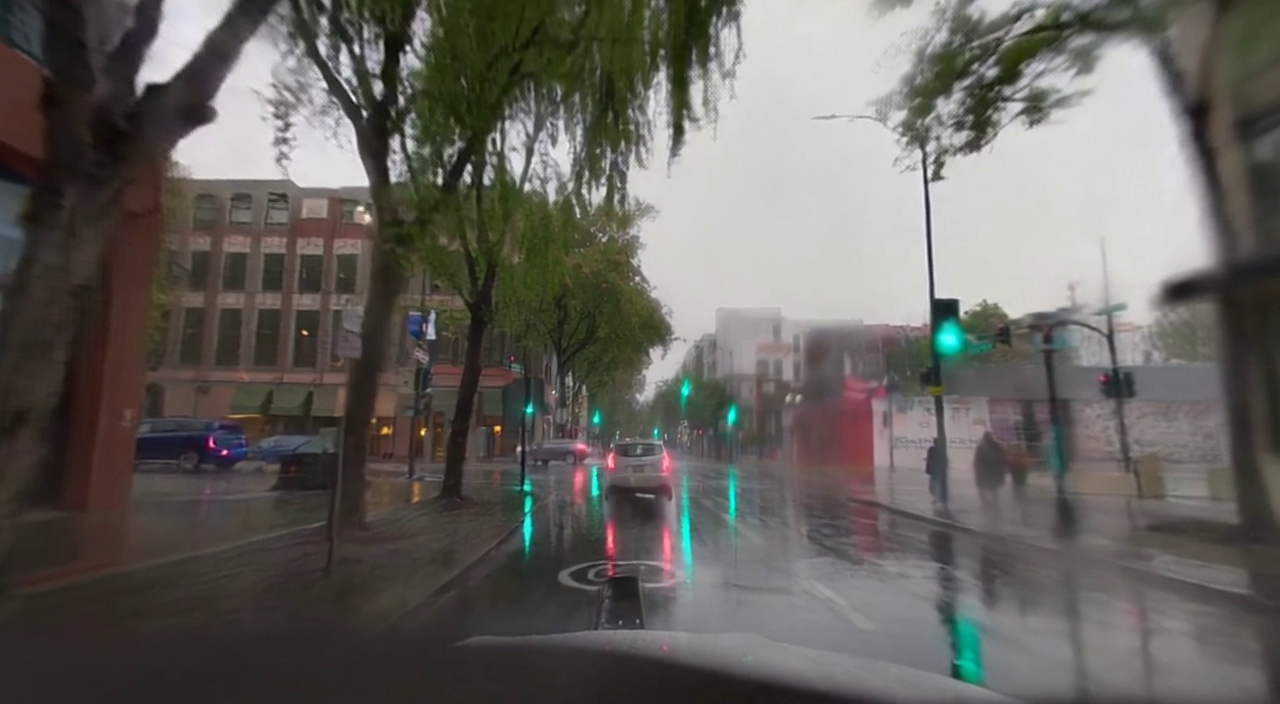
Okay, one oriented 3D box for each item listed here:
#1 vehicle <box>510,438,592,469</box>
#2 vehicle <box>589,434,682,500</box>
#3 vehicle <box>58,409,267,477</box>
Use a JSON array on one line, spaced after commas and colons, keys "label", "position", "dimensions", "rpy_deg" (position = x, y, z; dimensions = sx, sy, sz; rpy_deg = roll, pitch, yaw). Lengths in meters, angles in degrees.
[{"label": "vehicle", "position": [-4.721, 5.302, 33.162], "dimensions": [1.871, 1.468, 4.627], "rpy_deg": [8, -12, -44]}, {"label": "vehicle", "position": [-0.165, 2.956, 16.698], "dimensions": [2.106, 1.482, 4.459], "rpy_deg": [0, -9, -2]}, {"label": "vehicle", "position": [-17.958, 3.472, 24.080], "dimensions": [5.858, 2.396, 2.319], "rpy_deg": [1, -9, -2]}]
